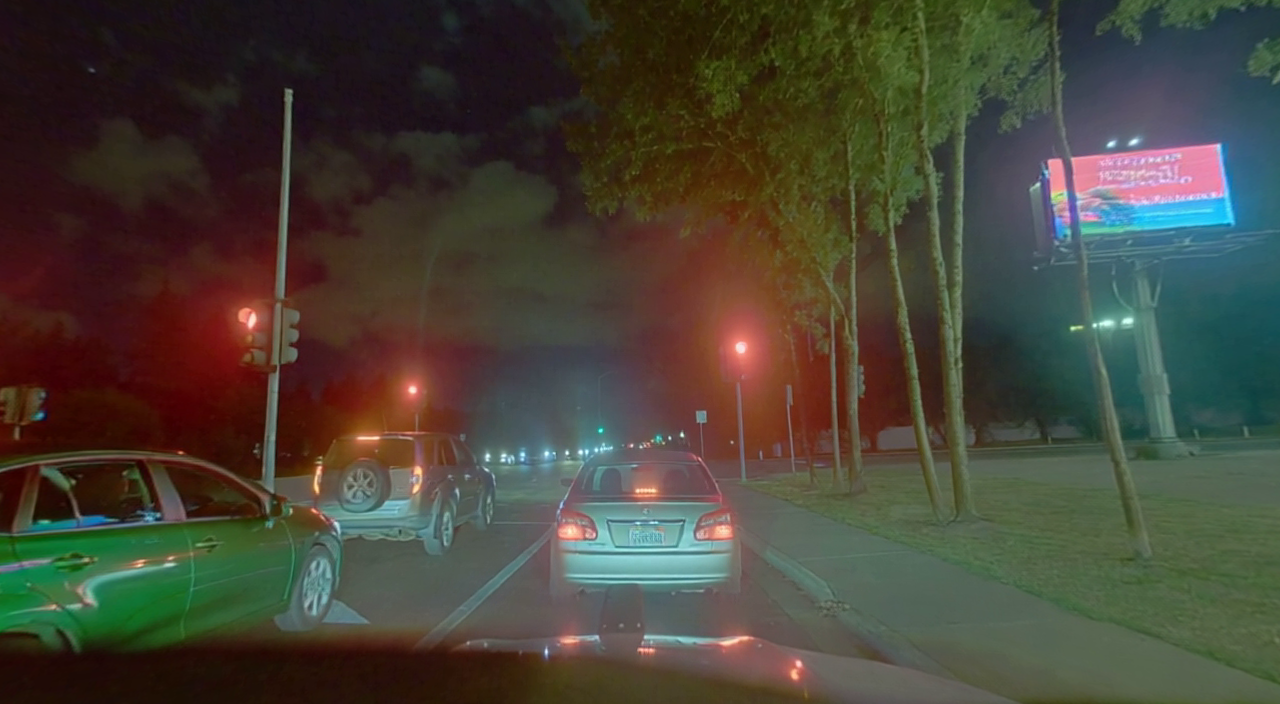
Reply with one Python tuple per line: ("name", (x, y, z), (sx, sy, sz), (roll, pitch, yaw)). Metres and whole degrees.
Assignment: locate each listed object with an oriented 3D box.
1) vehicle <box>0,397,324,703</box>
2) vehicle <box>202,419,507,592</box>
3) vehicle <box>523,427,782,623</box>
("vehicle", (-3.152, 0.966, 2.417), (1.808, 1.520, 3.846), (-1, -9, 1))
("vehicle", (-3.172, 1.793, 8.137), (1.950, 1.628, 4.082), (-1, -9, 1))
("vehicle", (0.031, 1.591, 6.622), (1.977, 1.467, 3.474), (0, -9, -2))
